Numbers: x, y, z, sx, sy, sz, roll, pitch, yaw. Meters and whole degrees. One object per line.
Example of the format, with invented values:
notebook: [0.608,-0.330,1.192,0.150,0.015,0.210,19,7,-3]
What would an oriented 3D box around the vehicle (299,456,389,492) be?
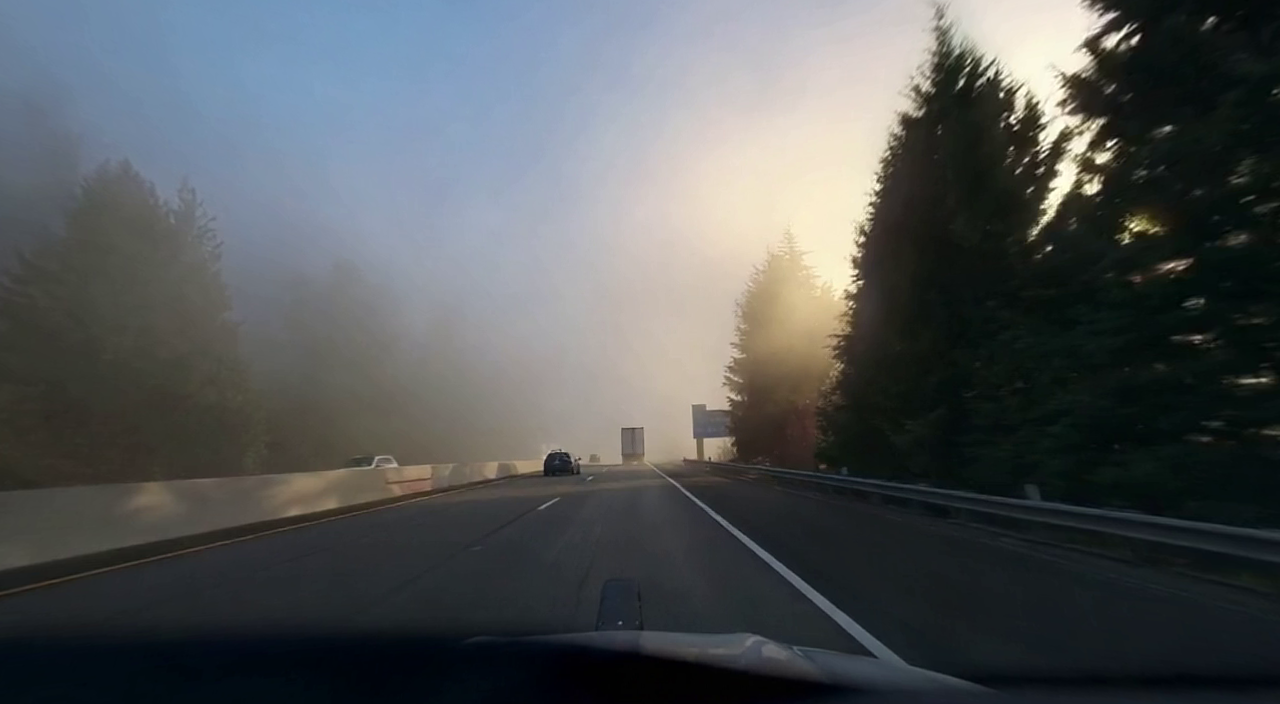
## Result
vehicle: [-13.038,5.365,28.129,1.806,1.426,4.451,0,-9,1]

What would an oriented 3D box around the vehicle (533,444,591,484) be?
vehicle: [-3.495,5.152,29.210,2.081,1.682,4.425,0,-9,1]
